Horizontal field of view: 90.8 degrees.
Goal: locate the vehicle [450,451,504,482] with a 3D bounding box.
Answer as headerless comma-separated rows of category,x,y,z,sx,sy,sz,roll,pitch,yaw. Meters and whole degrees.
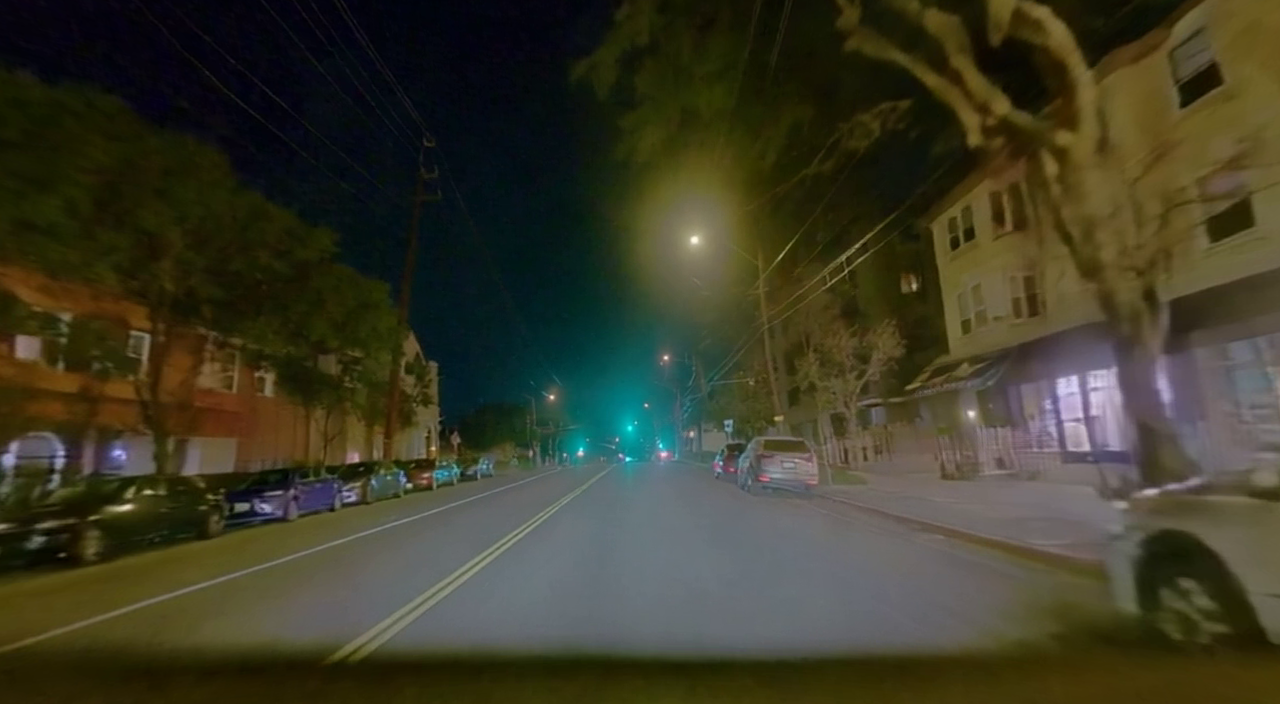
vehicle,-9.210,6.478,36.002,2.000,1.495,4.687,-3,-8,-3

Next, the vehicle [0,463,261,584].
vehicle,-9.022,2.758,10.989,1.948,1.508,4.656,0,-9,0

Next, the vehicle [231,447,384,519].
vehicle,-9.234,3.720,18.067,2.051,1.657,4.322,-3,-11,-1

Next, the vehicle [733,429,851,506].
vehicle,3.809,2.978,16.743,2.155,1.747,4.311,-1,-9,2

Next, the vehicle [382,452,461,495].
vehicle,-9.265,5.137,27.117,1.884,1.526,4.061,-5,-9,1

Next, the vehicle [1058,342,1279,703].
vehicle,3.961,0.723,1.976,2.040,1.801,4.569,0,-9,-2
